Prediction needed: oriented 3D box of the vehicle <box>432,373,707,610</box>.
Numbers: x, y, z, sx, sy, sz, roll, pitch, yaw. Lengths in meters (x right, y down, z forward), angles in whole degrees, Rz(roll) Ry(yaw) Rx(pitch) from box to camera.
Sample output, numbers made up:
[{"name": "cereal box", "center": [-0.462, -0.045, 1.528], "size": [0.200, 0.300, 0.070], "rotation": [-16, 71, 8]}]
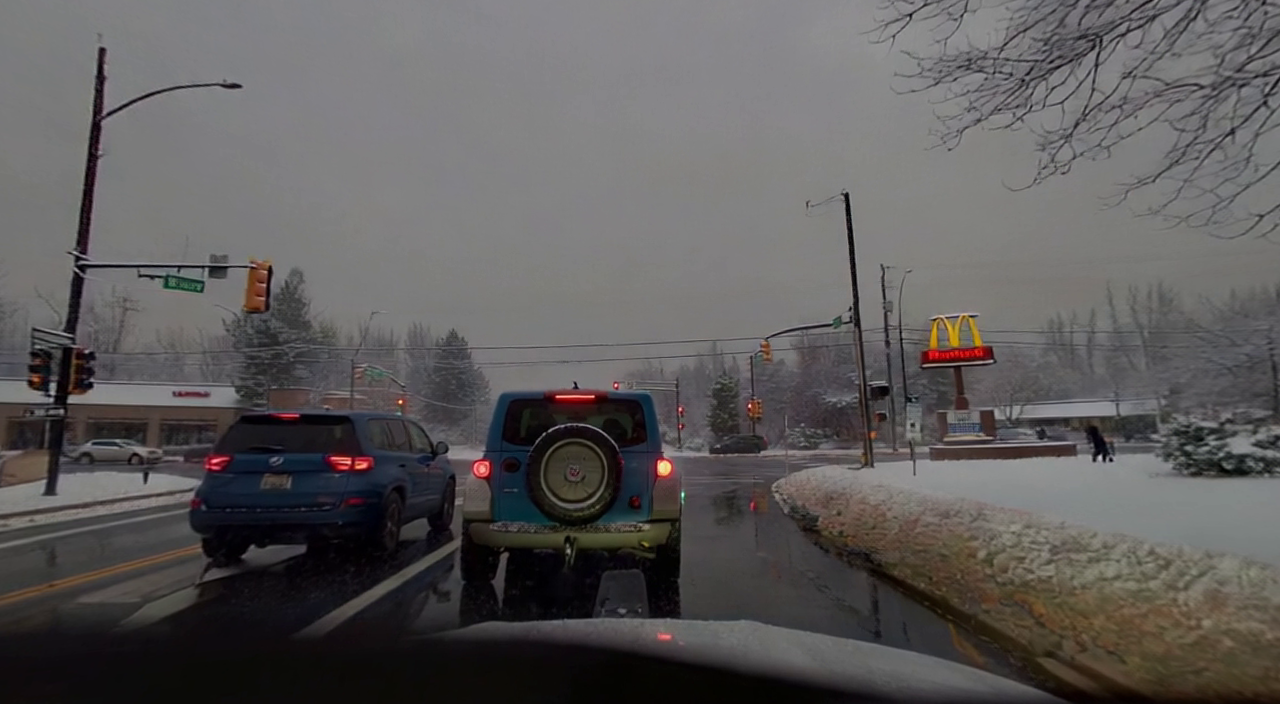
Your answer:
[{"name": "vehicle", "center": [-0.616, 1.479, 7.557], "size": [2.224, 1.923, 4.643], "rotation": [0, -8, -1]}]

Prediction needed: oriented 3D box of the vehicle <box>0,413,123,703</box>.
[{"name": "vehicle", "center": [-3.888, 0.778, 1.234], "size": [1.941, 1.479, 4.541], "rotation": [0, -8, -1]}]

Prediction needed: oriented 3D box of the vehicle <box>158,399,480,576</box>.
[{"name": "vehicle", "center": [-3.909, 1.739, 8.870], "size": [2.130, 1.819, 4.497], "rotation": [0, -8, 0]}]
